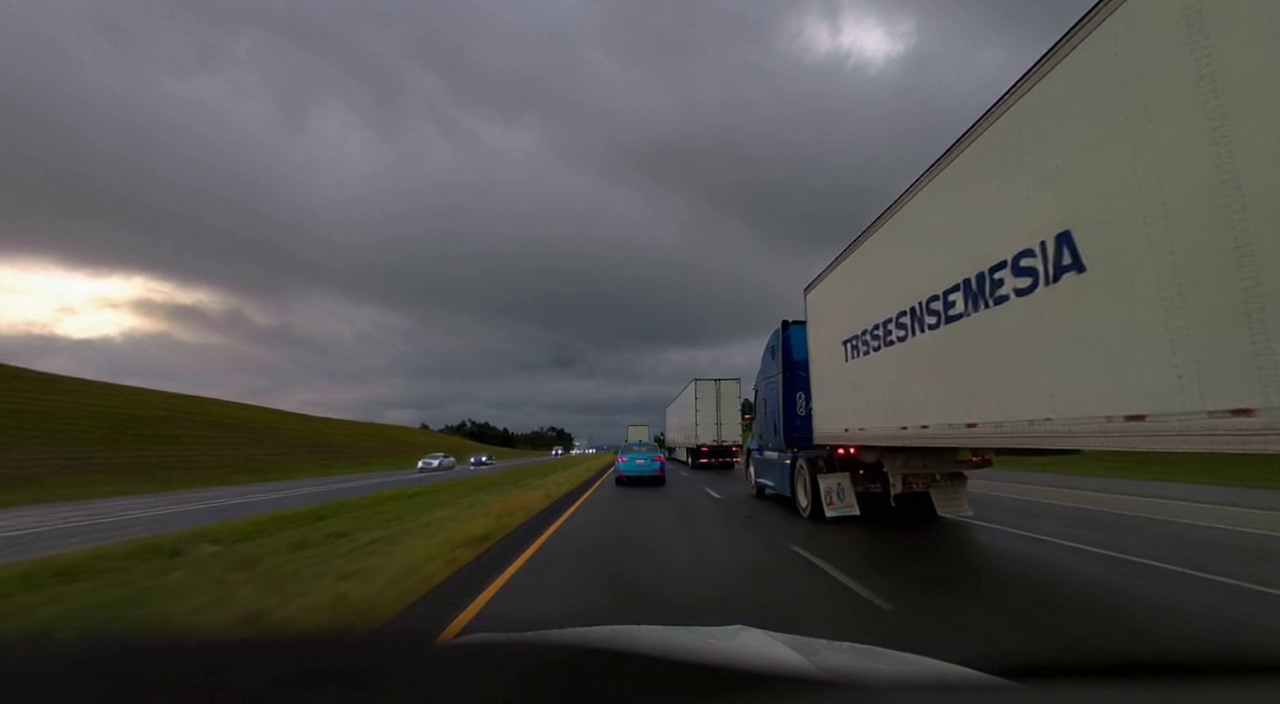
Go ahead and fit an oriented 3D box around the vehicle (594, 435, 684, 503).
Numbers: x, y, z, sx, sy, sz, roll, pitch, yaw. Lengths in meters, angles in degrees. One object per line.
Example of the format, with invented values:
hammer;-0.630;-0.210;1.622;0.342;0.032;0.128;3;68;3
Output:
vehicle;-0.054;2.927;16.203;2.045;1.507;3.763;-1;-8;-1

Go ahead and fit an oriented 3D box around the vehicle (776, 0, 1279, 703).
vehicle;4.339;-0.291;4.048;3.410;4.438;14.410;0;-8;-1

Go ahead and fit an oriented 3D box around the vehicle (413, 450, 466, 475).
vehicle;-13.902;7.660;43.886;2.046;1.490;4.634;-1;-8;2
